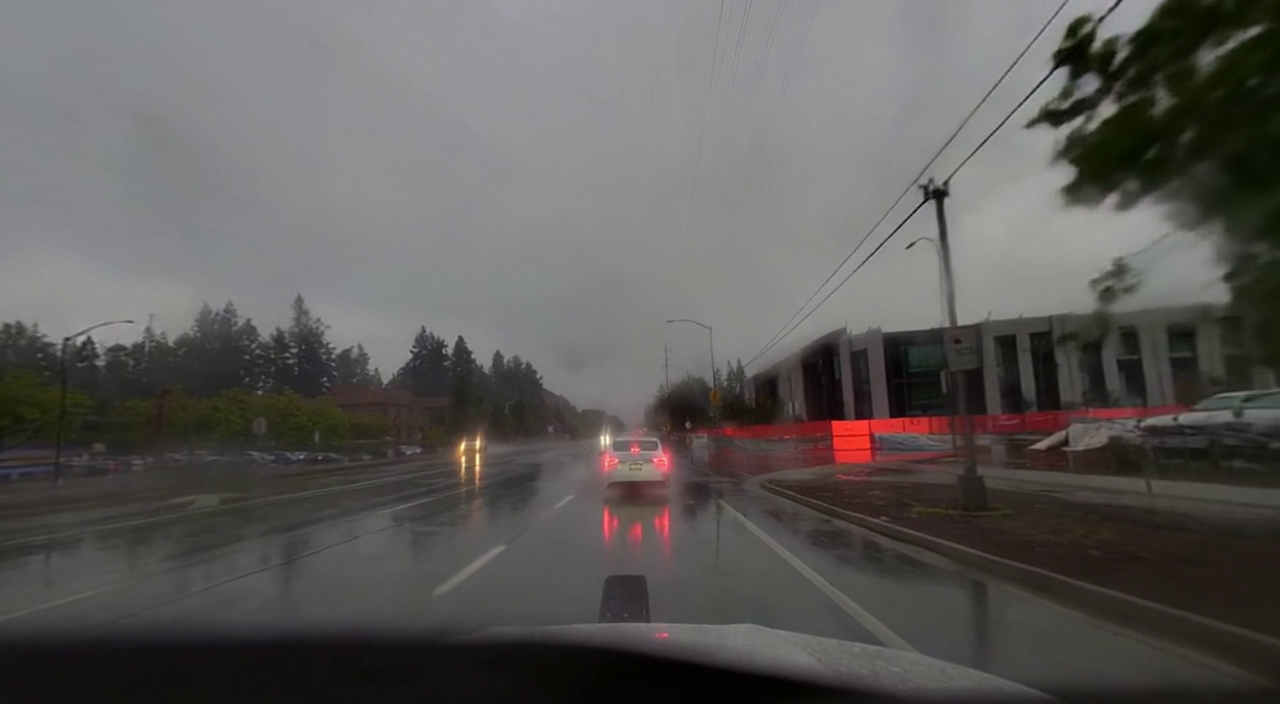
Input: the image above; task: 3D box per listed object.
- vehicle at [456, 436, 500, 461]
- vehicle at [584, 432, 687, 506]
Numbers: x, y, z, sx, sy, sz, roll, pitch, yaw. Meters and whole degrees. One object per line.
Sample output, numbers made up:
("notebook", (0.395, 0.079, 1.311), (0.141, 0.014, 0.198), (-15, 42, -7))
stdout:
("vehicle", (-10.297, 6.101, 39.793), (2.072, 1.465, 4.394), (3, -9, -22))
("vehicle", (-0.095, 2.690, 14.943), (2.112, 1.482, 4.076), (0, -8, 0))
